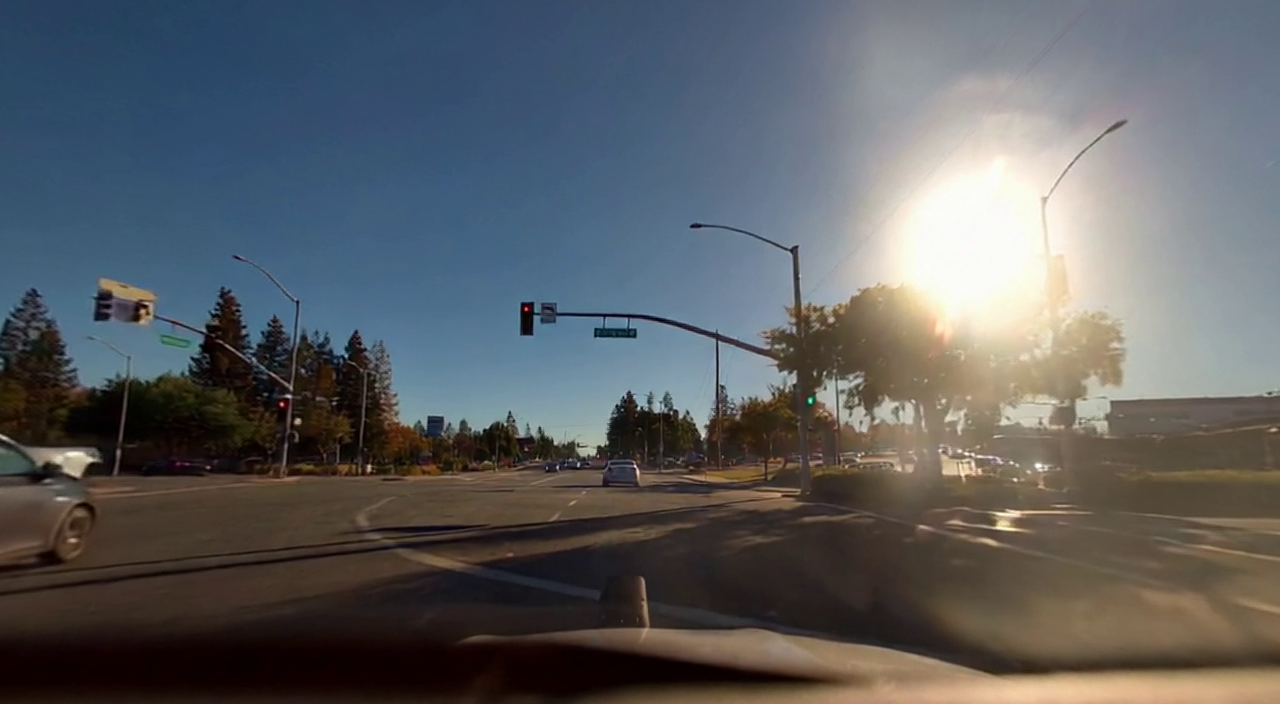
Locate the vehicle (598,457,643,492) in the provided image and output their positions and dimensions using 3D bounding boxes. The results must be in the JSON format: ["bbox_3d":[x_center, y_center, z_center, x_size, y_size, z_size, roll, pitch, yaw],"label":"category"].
[{"bbox_3d":[-0.928,5.575,29.041,1.917,1.418,3.987,0,-9,-3],"label":"vehicle"}]

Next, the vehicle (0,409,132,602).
[{"bbox_3d":[-6.637,1.346,5.406,1.909,1.704,4.307,2,-9,-16],"label":"vehicle"}]

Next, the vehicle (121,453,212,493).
[{"bbox_3d":[-19.813,4.987,26.382,3.981,1.510,1.904,-7,-11,37],"label":"vehicle"}]
